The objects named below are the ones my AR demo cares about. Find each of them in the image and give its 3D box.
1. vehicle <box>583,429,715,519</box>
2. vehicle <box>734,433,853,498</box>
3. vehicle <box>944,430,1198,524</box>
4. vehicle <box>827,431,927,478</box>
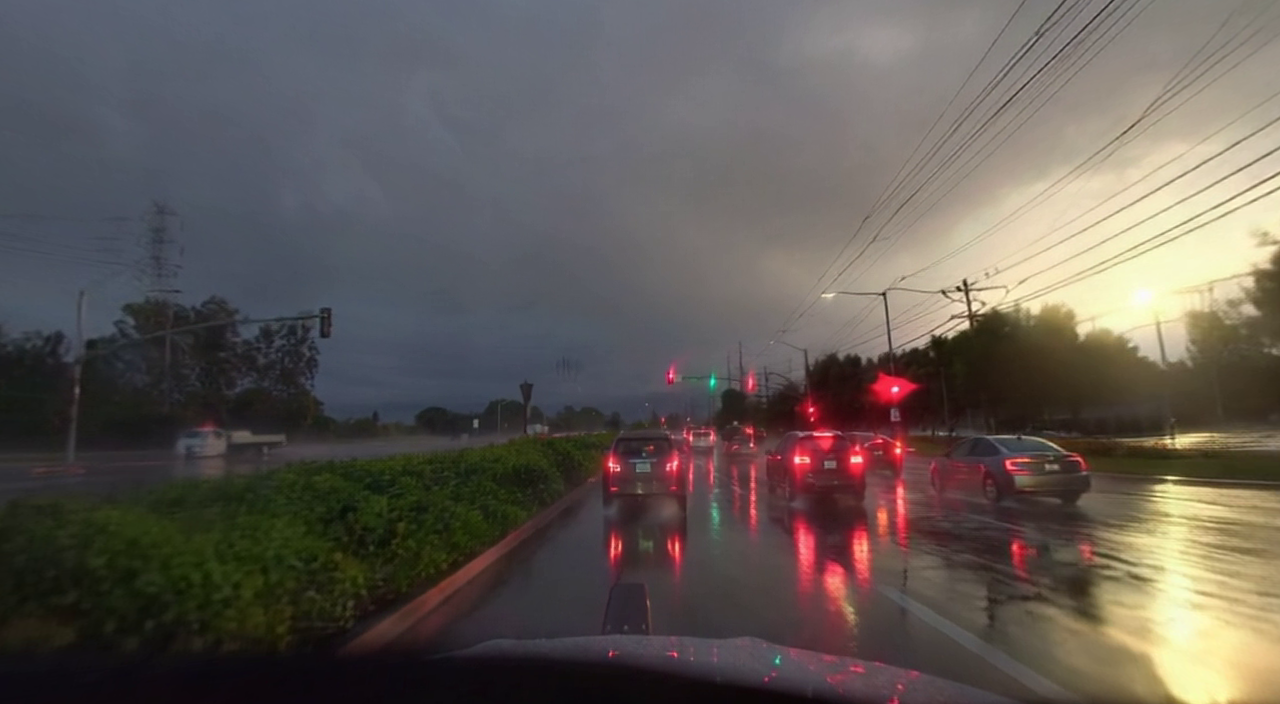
[{"bbox_3d":[0.174,2.382,12.833,2.208,1.498,4.401,0,-8,1],"label":"vehicle"},{"bbox_3d":[3.828,2.926,16.626,2.028,1.454,4.531,0,-8,1],"label":"vehicle"},{"bbox_3d":[7.974,2.337,12.346,1.905,1.483,4.469,-1,-8,2],"label":"vehicle"},{"bbox_3d":[8.650,3.781,23.498,1.966,1.536,4.666,0,-8,1],"label":"vehicle"}]
